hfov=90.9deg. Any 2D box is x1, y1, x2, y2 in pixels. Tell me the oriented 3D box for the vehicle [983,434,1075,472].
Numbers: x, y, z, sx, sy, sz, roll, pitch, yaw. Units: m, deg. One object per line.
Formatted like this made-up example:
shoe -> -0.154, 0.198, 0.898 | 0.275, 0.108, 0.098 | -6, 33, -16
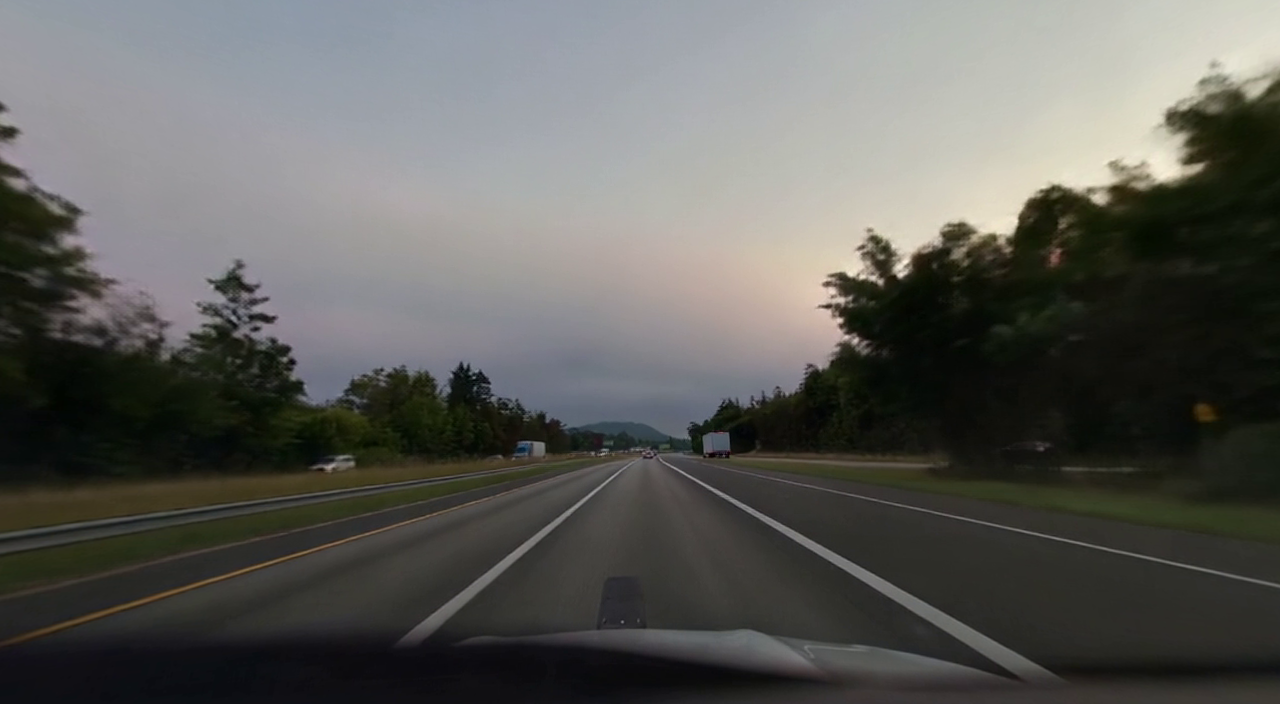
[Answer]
vehicle -> 20.083, 5.225, 32.743 | 2.038, 1.823, 3.744 | 1, -9, -8
